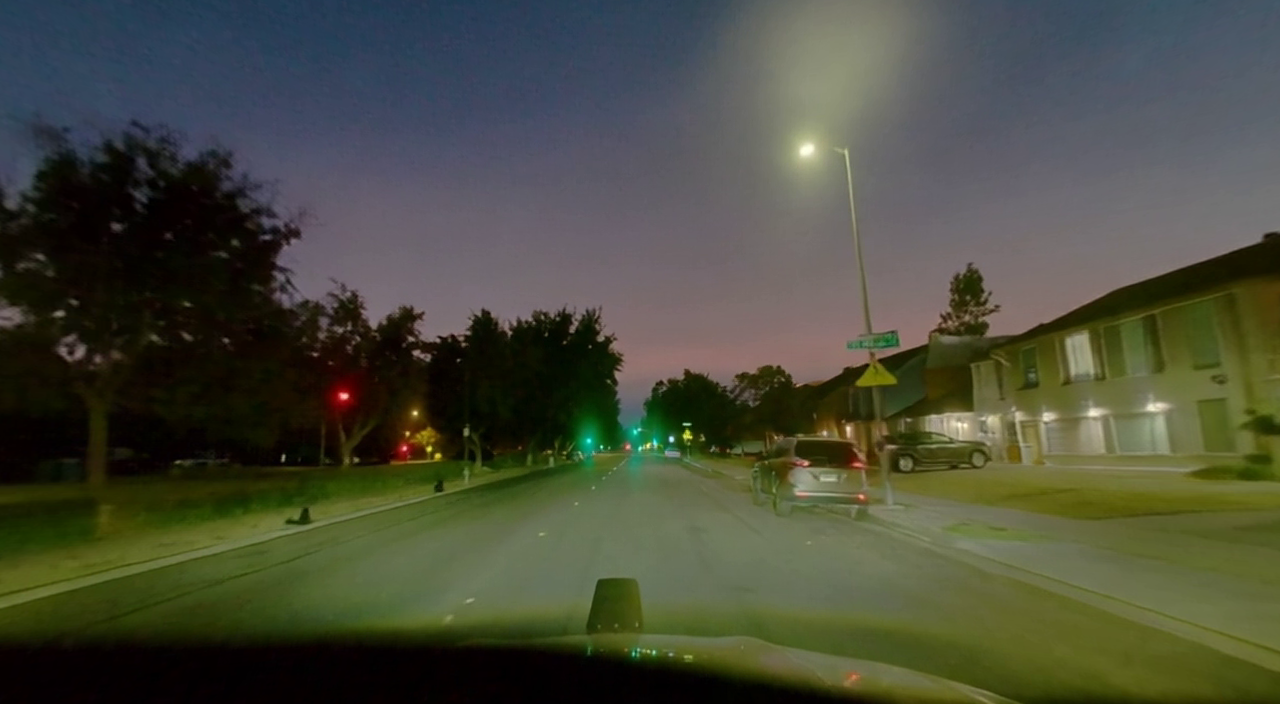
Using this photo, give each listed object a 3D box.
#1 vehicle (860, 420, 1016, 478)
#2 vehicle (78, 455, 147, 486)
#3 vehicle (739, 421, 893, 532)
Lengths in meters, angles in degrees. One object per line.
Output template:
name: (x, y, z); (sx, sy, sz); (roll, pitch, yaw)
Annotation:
vehicle: (10.520, 3.452, 22.553); (4.512, 1.793, 1.908); (-2, -8, -2)
vehicle: (-29.058, 6.459, 34.738); (4.558, 1.495, 1.925); (-7, -11, 38)
vehicle: (3.426, 2.497, 13.171); (1.949, 1.807, 4.224); (3, -9, -1)
